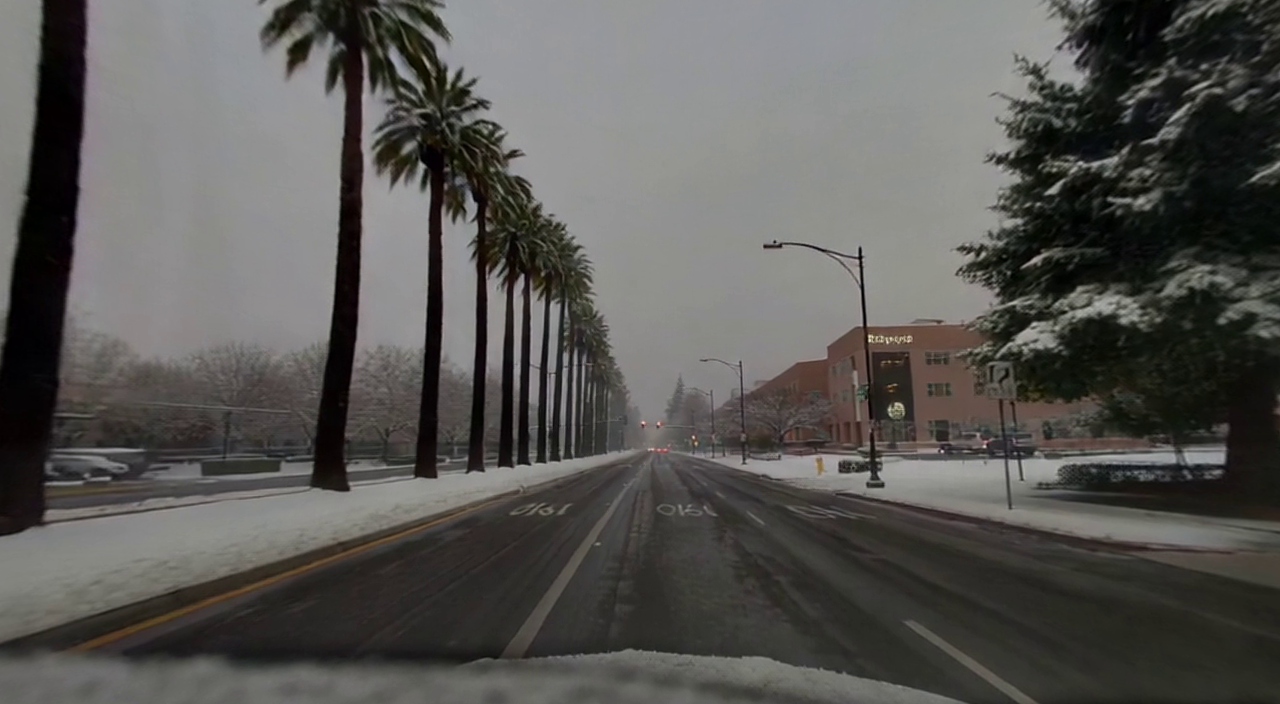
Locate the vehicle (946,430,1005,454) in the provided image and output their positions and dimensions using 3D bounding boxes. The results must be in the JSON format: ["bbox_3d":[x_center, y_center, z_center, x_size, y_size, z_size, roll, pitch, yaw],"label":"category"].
[{"bbox_3d":[26.147,7.065,49.286,2.095,1.692,5.051,-2,-10,4],"label":"vehicle"}]

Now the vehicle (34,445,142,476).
[{"bbox_3d":[-34.635,6.799,39.770,2.020,1.768,5.003,0,-9,4],"label":"vehicle"}]

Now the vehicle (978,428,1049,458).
[{"bbox_3d":[24.237,5.972,41.097,2.222,1.818,5.099,-1,-9,10],"label":"vehicle"}]
